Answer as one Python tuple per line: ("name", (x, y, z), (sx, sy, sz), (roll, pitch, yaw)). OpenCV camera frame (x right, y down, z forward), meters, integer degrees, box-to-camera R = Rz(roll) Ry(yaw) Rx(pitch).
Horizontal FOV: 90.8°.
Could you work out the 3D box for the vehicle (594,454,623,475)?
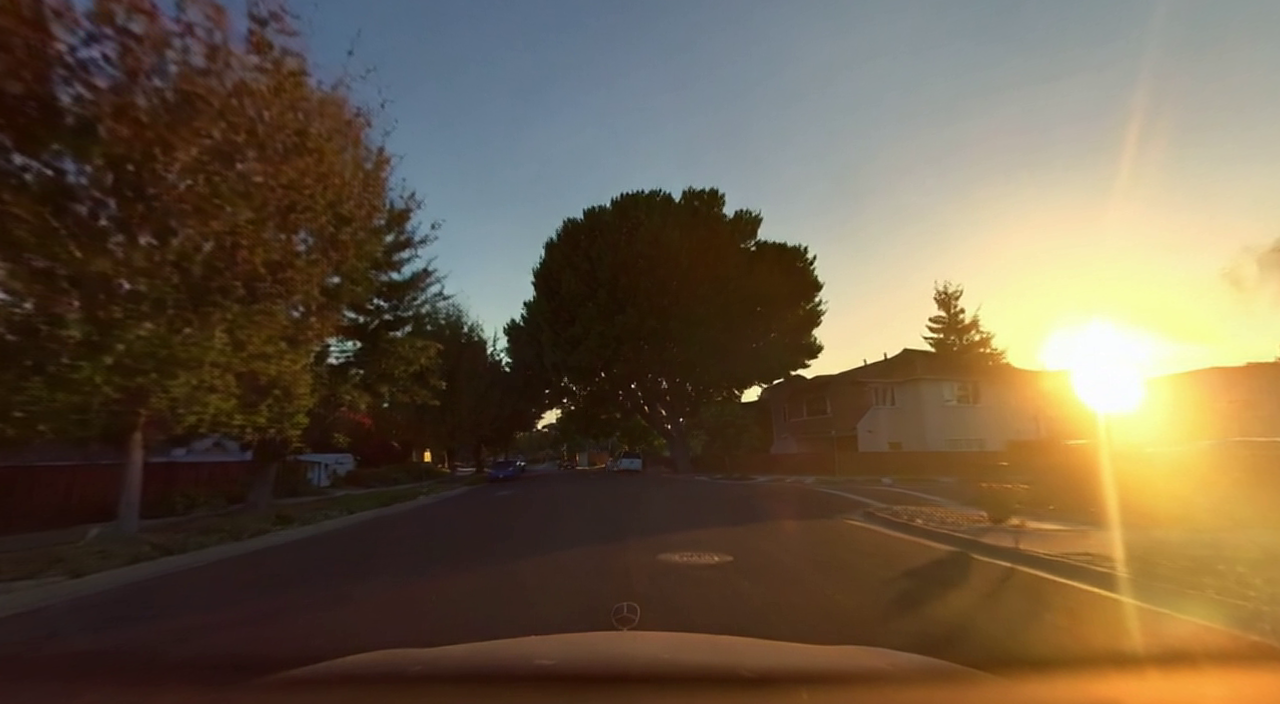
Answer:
("vehicle", (-2.411, 8.481, 47.879), (2.064, 1.477, 3.968), (1, -9, -4))
